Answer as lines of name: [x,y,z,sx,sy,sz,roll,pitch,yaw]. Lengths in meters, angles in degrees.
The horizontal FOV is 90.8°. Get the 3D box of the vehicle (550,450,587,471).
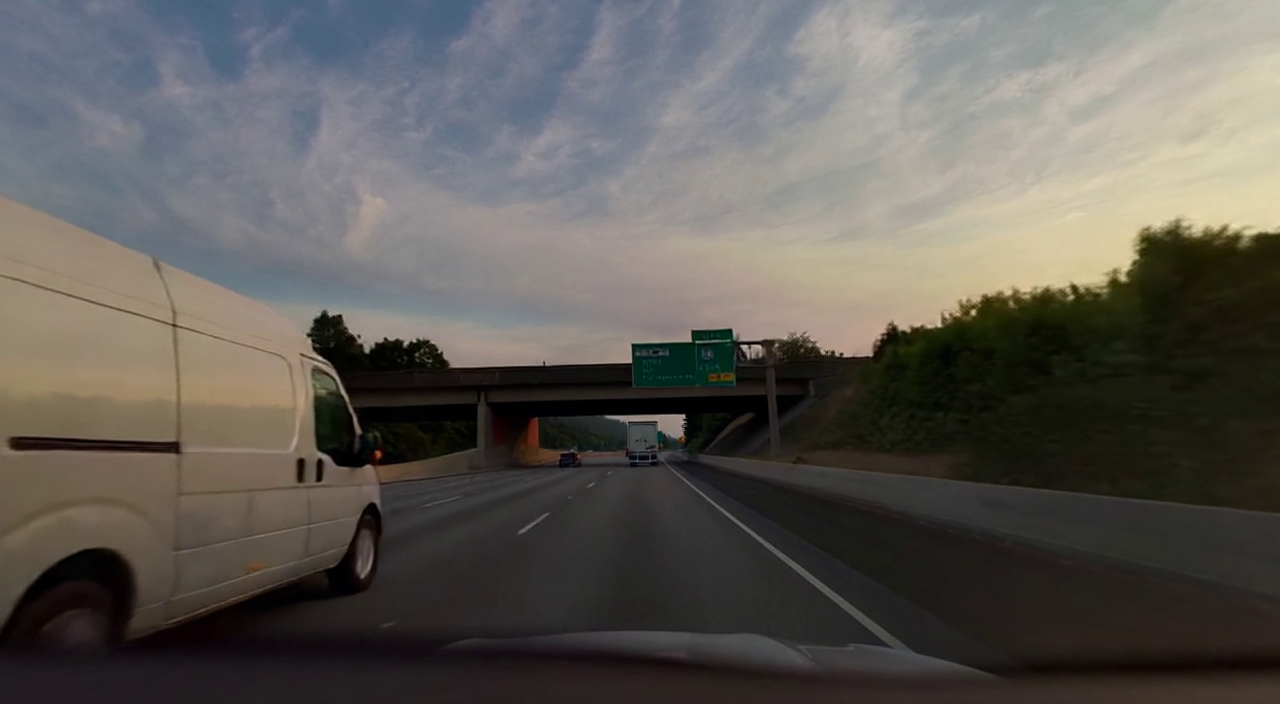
vehicle: [-5.189,7.956,46.477,1.953,1.452,4.711,-1,-9,3]

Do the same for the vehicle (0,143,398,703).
vehicle: [-3.914,0.683,3.810,2.504,2.694,5.934,0,-9,0]
